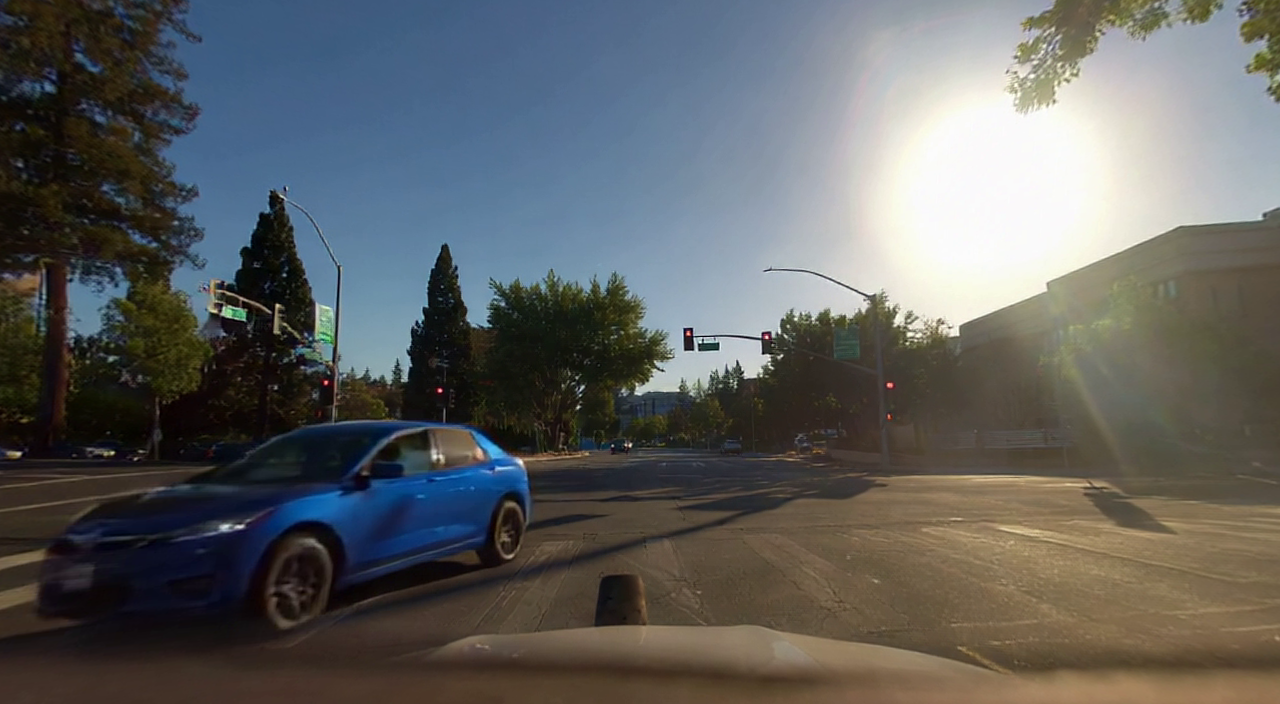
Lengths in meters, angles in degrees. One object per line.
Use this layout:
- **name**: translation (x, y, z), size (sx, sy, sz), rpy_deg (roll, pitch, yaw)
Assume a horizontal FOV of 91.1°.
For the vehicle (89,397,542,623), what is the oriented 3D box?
- **vehicle**: translation (-3.169, 1.614, 7.518), size (2.134, 1.768, 4.580), rpy_deg (-3, -9, 17)
